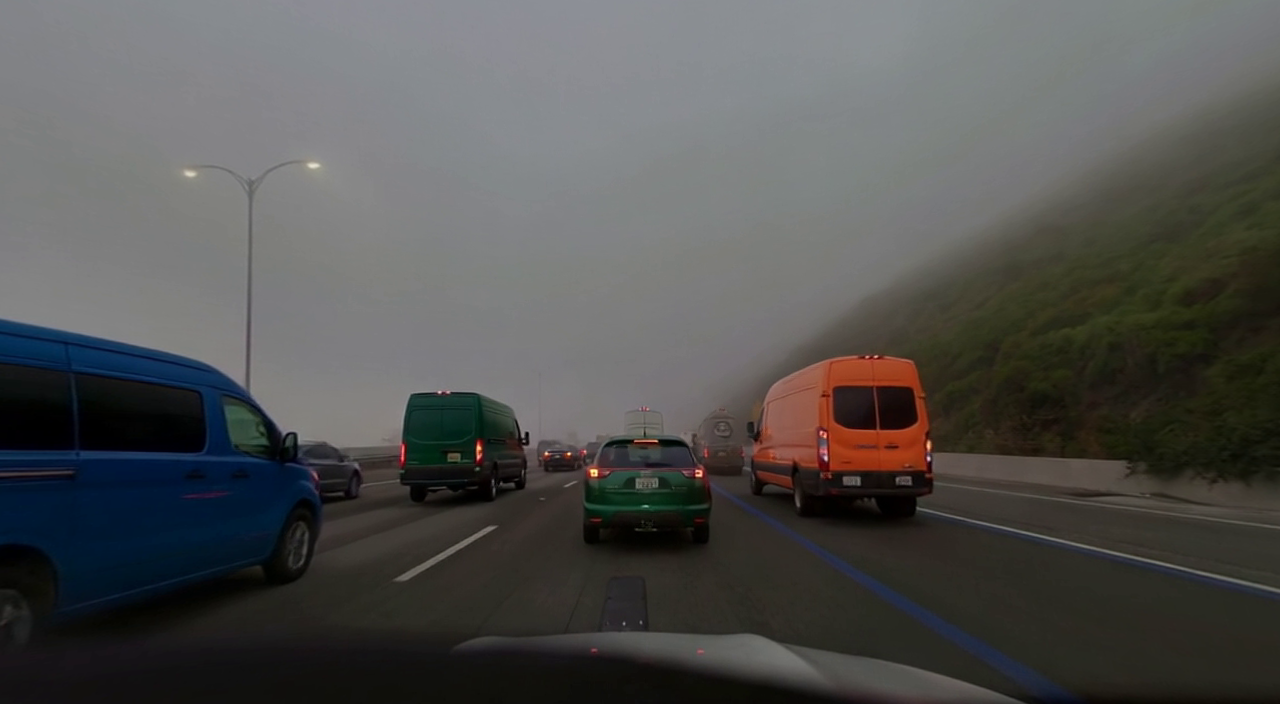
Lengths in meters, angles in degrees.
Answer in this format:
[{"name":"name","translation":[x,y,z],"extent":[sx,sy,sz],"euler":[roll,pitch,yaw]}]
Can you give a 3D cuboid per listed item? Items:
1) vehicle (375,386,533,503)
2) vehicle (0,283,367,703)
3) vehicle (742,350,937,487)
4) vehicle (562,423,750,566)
[{"name":"vehicle","translation":[-4.515,2.420,16.576],"extent":[2.300,2.522,5.701],"euler":[-1,-8,1]},{"name":"vehicle","translation":[-4.257,0.909,4.423],"extent":[2.195,2.086,5.445],"euler":[0,-8,0]},{"name":"vehicle","translation":[6.573,2.679,23.533],"extent":[2.977,3.878,11.111],"euler":[0,-8,-3]},{"name":"vehicle","translation":[0.120,1.811,8.754],"extent":[2.003,1.499,3.930],"euler":[0,-8,-2]}]
